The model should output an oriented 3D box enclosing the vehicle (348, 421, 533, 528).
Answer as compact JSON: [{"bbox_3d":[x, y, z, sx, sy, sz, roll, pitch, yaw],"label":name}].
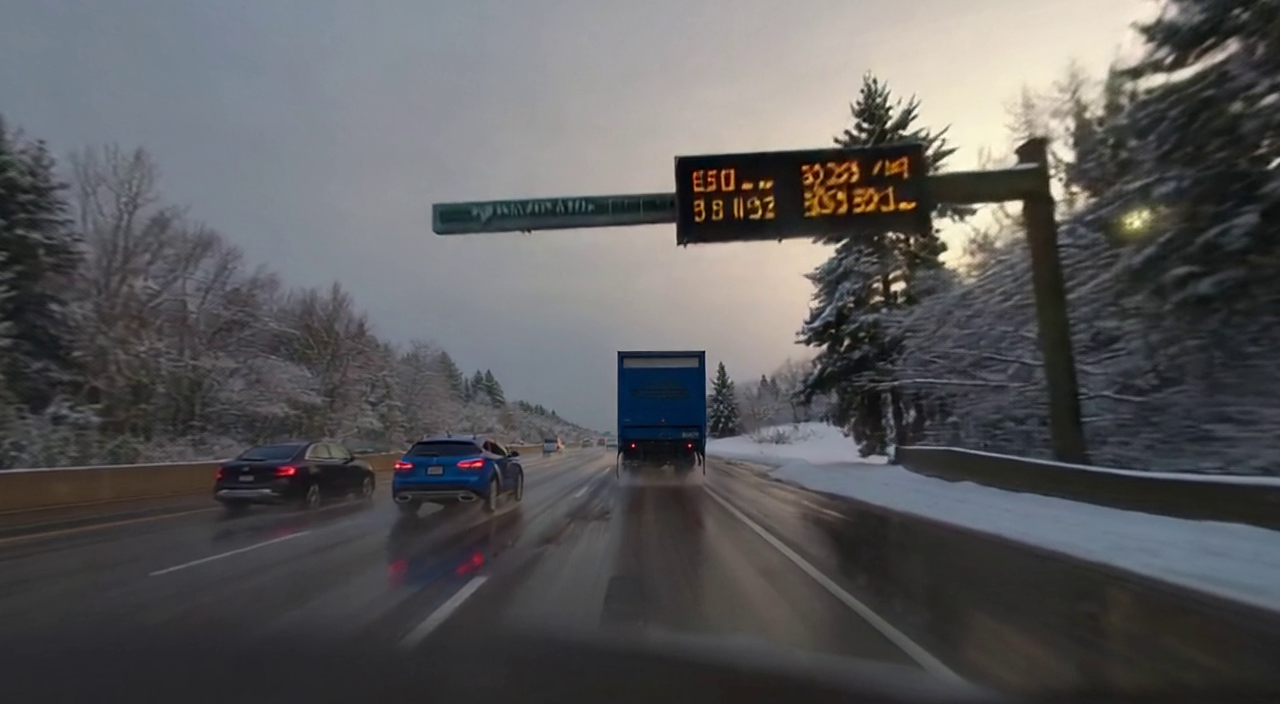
[{"bbox_3d":[-3.502,2.243,12.067,2.077,1.671,4.249,0,-9,1],"label":"vehicle"}]

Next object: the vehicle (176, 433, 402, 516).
[{"bbox_3d":[-7.267,2.583,13.854,2.063,1.480,4.842,0,-9,2],"label":"vehicle"}]

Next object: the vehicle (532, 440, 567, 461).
[{"bbox_3d":[-6.612,7.215,46.415,1.882,1.451,4.416,0,-9,1],"label":"vehicle"}]

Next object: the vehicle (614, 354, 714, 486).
[{"bbox_3d":[0.727,2.751,23.715,2.870,3.841,10.653,0,-9,0],"label":"vehicle"}]
